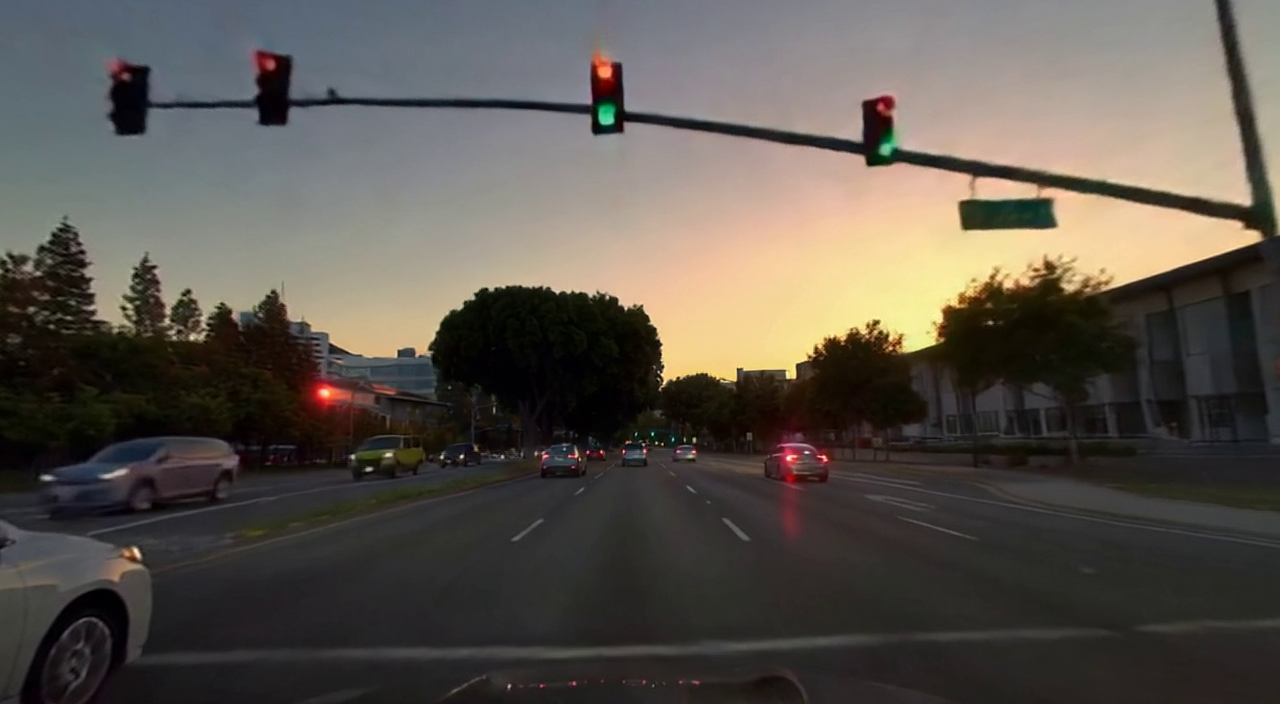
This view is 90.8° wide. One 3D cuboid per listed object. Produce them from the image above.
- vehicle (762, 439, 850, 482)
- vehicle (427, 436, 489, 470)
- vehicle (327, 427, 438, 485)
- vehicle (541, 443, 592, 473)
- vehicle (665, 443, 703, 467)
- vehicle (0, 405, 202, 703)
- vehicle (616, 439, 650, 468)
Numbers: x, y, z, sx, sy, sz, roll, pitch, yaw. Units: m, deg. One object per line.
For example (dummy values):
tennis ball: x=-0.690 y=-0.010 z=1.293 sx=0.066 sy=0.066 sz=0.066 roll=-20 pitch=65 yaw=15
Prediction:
vehicle: x=6.202 y=4.113 z=24.241 sx=2.028 sy=1.451 sz=4.625 roll=0 pitch=-8 yaw=-2
vehicle: x=-9.490 y=5.304 z=33.300 sx=2.026 sy=1.639 sz=4.496 roll=0 pitch=-8 yaw=-1
vehicle: x=-9.271 y=3.739 z=23.236 sx=2.185 sy=1.752 sz=4.599 roll=-4 pitch=-8 yaw=0
vehicle: x=-3.772 y=5.533 z=33.224 sx=2.163 sy=1.474 sz=4.413 roll=0 pitch=-8 yaw=0
vehicle: x=2.761 y=6.598 z=40.716 sx=2.014 sy=1.430 sz=4.103 roll=0 pitch=-8 yaw=-2
vehicle: x=-3.706 y=0.824 z=1.653 sx=2.018 sy=1.476 sz=4.364 roll=0 pitch=-8 yaw=-1
vehicle: x=-0.412 y=6.321 z=39.442 sx=2.008 sy=1.716 sz=4.125 roll=0 pitch=-8 yaw=0
